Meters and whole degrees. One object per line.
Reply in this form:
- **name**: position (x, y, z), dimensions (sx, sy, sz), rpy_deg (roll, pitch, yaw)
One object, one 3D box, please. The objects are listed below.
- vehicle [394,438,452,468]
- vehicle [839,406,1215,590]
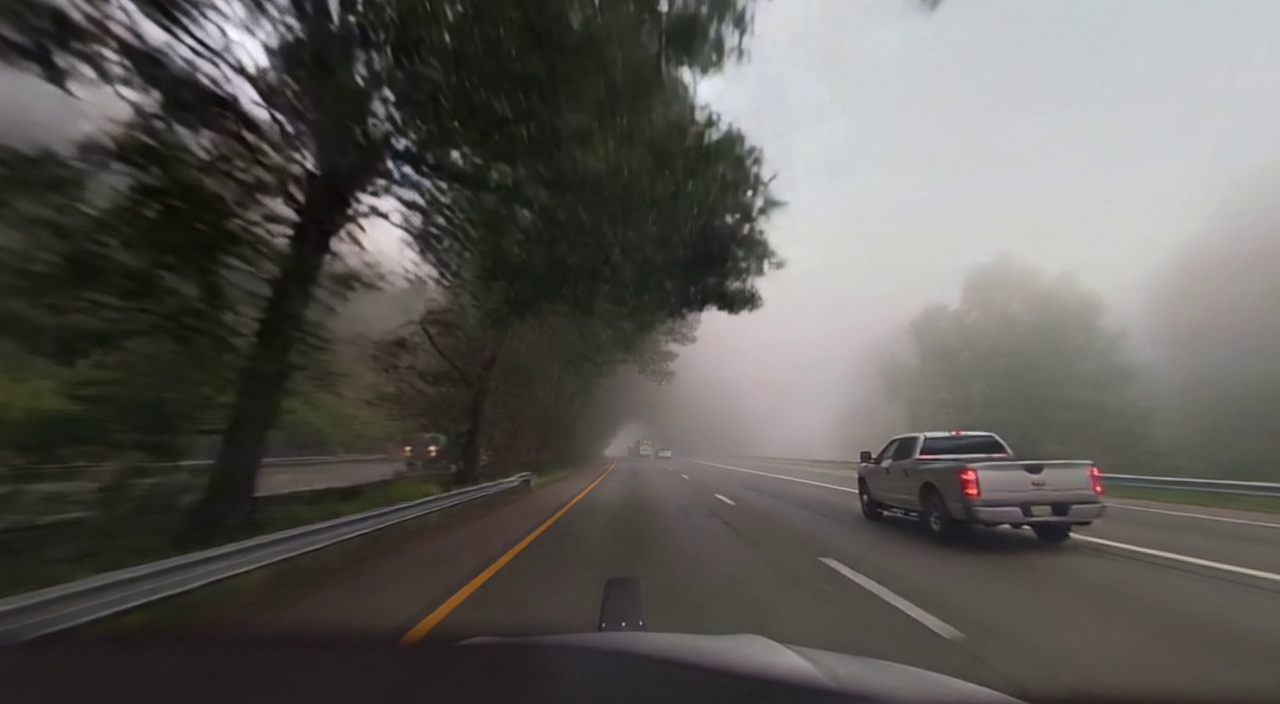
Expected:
- **vehicle**: position (-13.157, 6.142, 38.431), dimensions (1.954, 1.706, 4.514), rpy_deg (0, -9, 0)
- **vehicle**: position (4.266, 1.675, 8.059), dimensions (1.933, 1.663, 4.440), rpy_deg (0, -9, 0)
